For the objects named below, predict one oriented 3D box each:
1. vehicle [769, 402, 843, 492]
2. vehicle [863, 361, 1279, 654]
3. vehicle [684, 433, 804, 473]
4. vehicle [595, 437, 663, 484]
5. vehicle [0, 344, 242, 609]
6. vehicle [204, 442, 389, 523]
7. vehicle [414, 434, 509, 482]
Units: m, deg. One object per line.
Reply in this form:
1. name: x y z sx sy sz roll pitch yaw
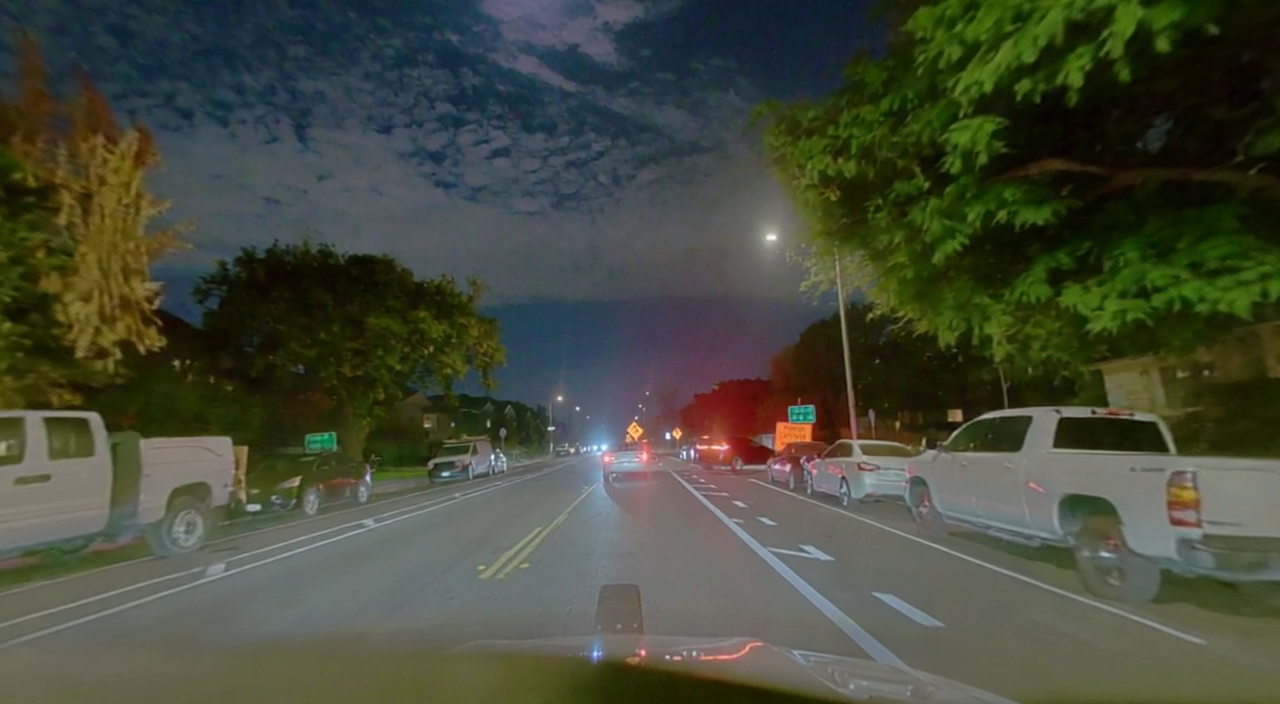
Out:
1. vehicle: 5.200 3.007 20.008 1.409 2.648 2.645 0 -9 -4
2. vehicle: 4.818 1.461 7.228 2.279 1.946 5.925 0 -8 -1
3. vehicle: 5.192 5.005 31.443 5.503 1.853 2.218 -3 -9 21
4. vehicle: -0.317 3.767 22.130 2.151 1.481 4.084 0 -8 1
5. vehicle: -7.618 1.450 7.676 2.526 2.631 4.228 0 -8 2
6. vehicle: -8.062 3.056 15.389 2.036 1.676 4.440 0 -8 -1
7. vehicle: -8.222 4.960 29.789 2.659 2.047 6.014 0 -8 0
